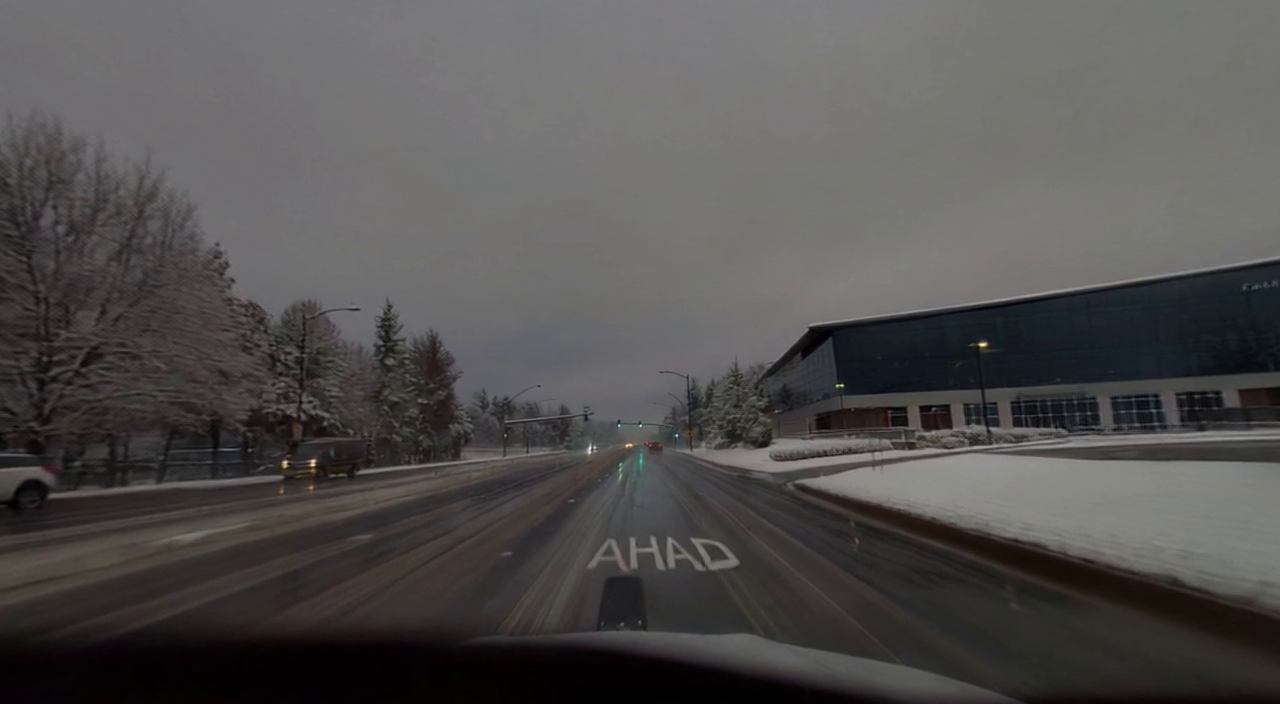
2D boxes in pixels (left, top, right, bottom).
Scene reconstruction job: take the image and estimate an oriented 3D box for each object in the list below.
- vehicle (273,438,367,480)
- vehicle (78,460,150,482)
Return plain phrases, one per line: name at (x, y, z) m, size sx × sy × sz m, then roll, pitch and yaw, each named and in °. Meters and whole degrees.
vehicle at (-17.367, 5.802, 34.480) m, size 2.331 × 2.109 × 5.400 m, roll 0°, pitch -8°, yaw 0°
vehicle at (-41.512, 9.383, 49.597) m, size 4.294 × 1.512 × 1.800 m, roll -4°, pitch -9°, yaw 6°
